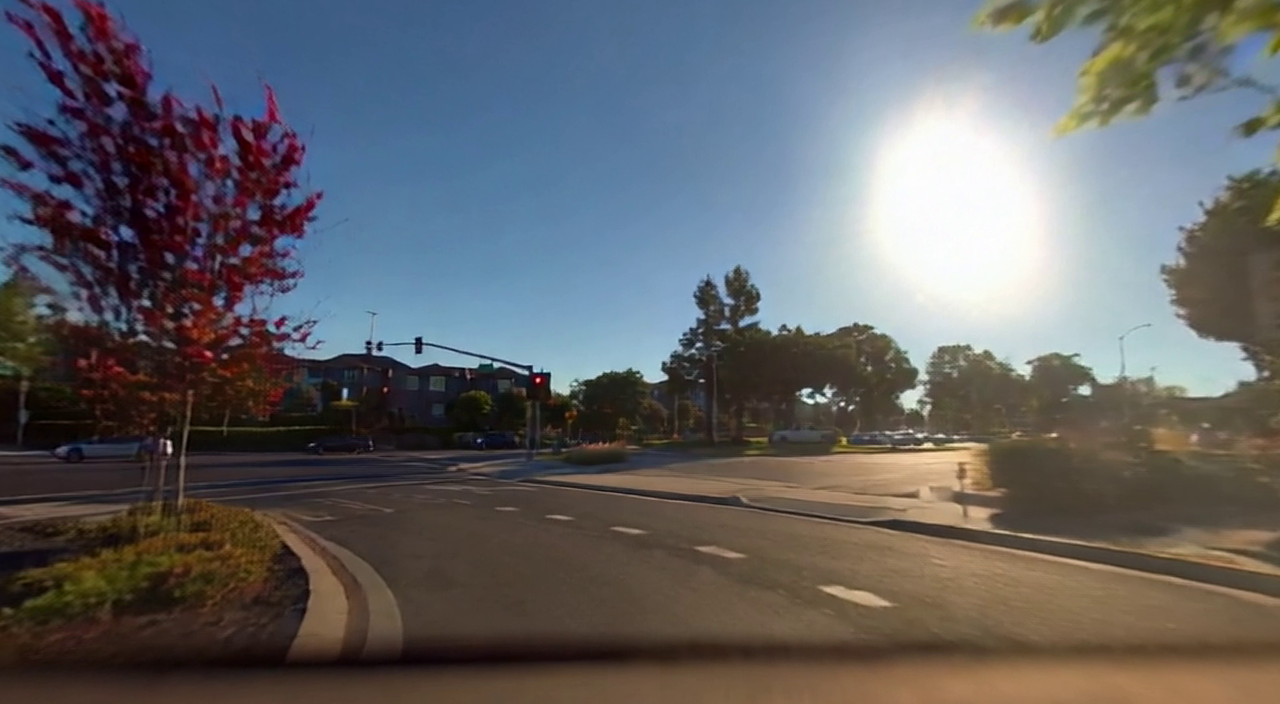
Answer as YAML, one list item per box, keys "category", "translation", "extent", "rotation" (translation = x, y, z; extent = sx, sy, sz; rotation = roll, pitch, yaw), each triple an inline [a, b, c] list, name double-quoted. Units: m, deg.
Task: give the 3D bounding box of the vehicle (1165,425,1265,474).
- category: "vehicle"
  translation: [19.928, 3.341, 21.955]
  extent: [1.907, 1.515, 4.550]
  rotation: [-6, -9, 35]

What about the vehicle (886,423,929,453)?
- category: "vehicle"
  translation: [18.736, 6.088, 44.198]
  extent: [2.402, 1.920, 5.467]
  rotation: [-3, -9, 19]

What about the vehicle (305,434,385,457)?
- category: "vehicle"
  translation: [-20.382, 6.485, 43.556]
  extent: [1.828, 1.462, 4.740]
  rotation: [-5, -10, 31]

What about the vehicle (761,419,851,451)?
- category: "vehicle"
  translation: [12.115, 6.097, 45.807]
  extent: [5.939, 2.249, 2.437]
  rotation: [-4, -9, 25]

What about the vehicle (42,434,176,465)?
- category: "vehicle"
  translation: [-27.371, 5.044, 32.569]
  extent: [1.847, 1.461, 4.853]
  rotation: [-5, -10, 30]
